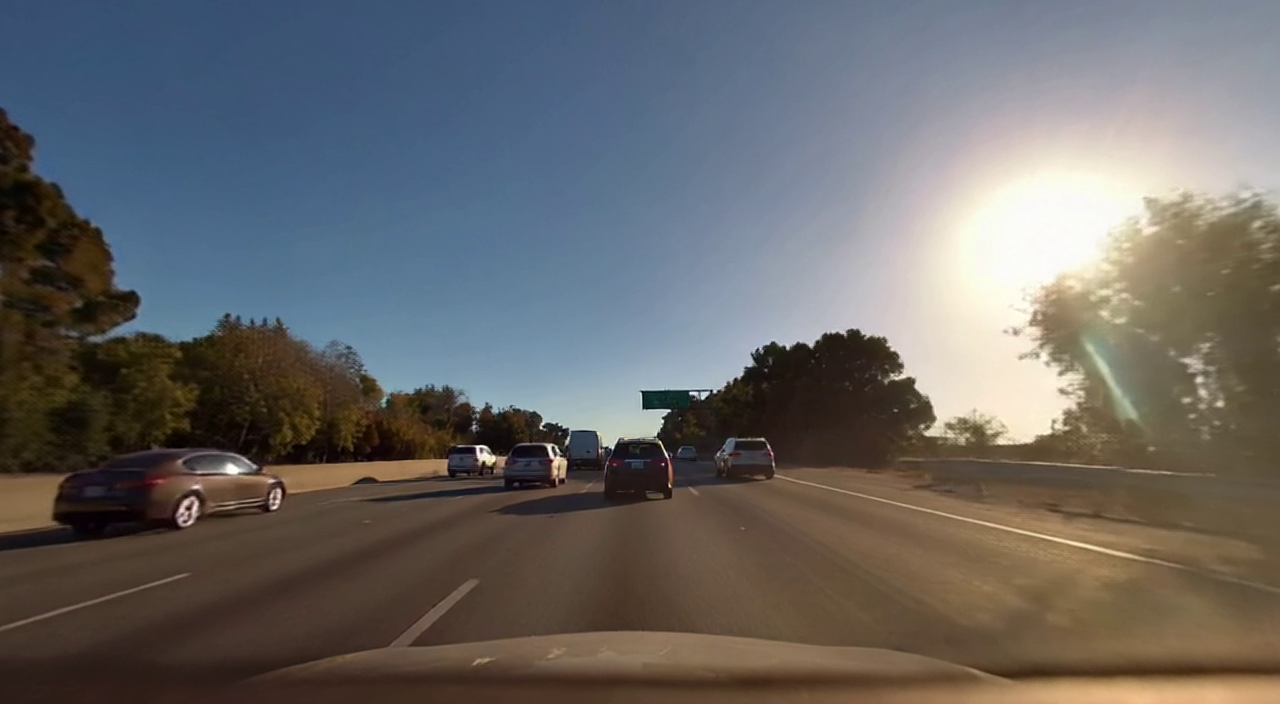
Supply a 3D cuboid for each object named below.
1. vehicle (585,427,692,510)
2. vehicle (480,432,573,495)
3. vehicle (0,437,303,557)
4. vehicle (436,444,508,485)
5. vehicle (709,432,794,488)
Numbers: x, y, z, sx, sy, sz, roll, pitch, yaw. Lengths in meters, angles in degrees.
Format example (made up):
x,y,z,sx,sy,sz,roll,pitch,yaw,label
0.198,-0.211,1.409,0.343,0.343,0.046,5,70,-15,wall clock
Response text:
x,y,z,sx,sy,sz,roll,pitch,yaw,label
-0.004,2.753,15.324,2.223,1.722,4.177,0,-8,1,vehicle
-3.517,3.550,20.449,2.142,1.808,4.266,0,-8,1,vehicle
-7.737,2.186,10.322,1.927,1.514,4.474,0,-8,0,vehicle
-7.163,4.807,27.286,1.931,1.617,4.060,0,-8,0,vehicle
3.982,3.979,23.571,2.175,1.830,5.173,0,-8,-1,vehicle
